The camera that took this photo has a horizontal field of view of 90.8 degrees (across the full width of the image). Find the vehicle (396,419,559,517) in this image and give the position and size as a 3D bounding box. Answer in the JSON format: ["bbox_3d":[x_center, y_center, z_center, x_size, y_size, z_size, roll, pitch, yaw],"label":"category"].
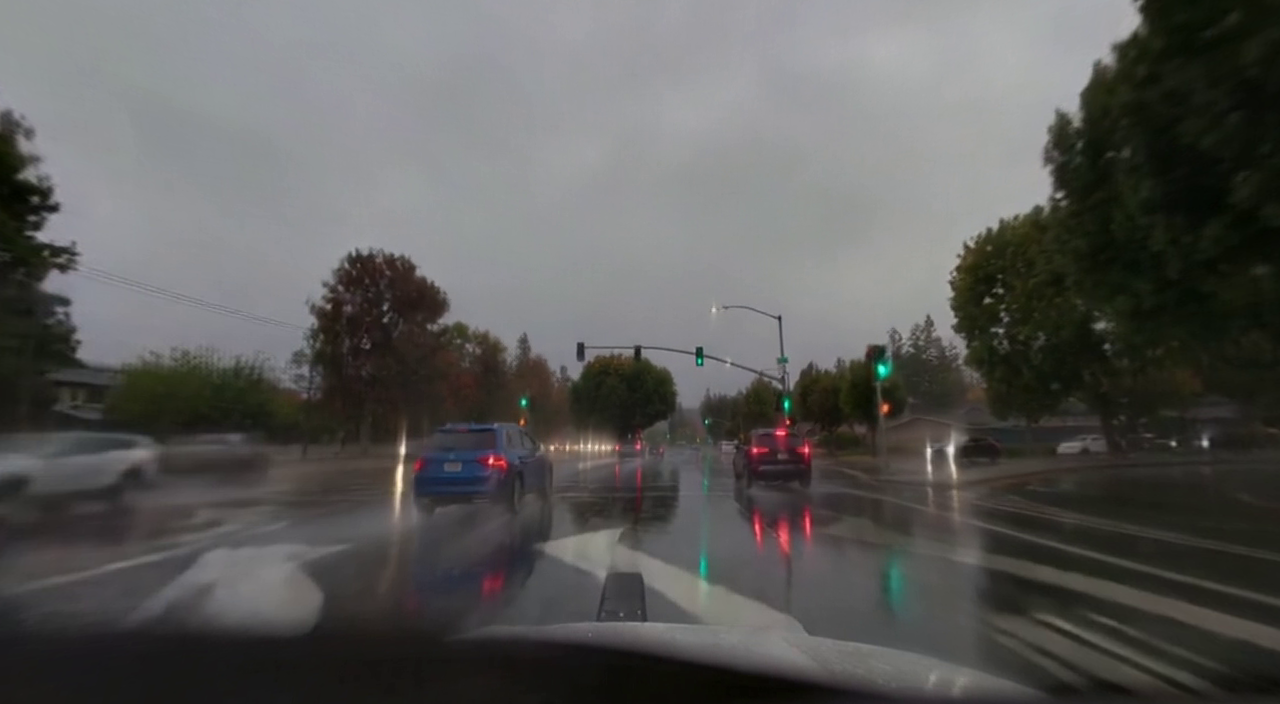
[{"bbox_3d":[-3.124,2.343,13.334,2.045,1.688,4.632,-1,-8,2],"label":"vehicle"}]

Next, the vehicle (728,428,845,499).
[{"bbox_3d":[3.788,2.958,17.230,2.132,1.659,4.387,0,-8,0],"label":"vehicle"}]

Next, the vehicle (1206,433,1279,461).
[{"bbox_3d":[39.576,6.168,40.989,4.662,1.700,1.985,2,-9,-18],"label":"vehicle"}]

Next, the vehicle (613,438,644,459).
[{"bbox_3d":[-0.863,7.576,49.695,1.988,1.569,4.202,-1,-8,4],"label":"vehicle"}]

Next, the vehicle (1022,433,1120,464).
[{"bbox_3d":[24.696,5.515,36.239,4.479,1.652,2.174,2,-8,-17],"label":"vehicle"}]

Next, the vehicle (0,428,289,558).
[{"bbox_3d":[-7.517,1.942,9.567,1.999,1.465,4.640,0,-8,-4],"label":"vehicle"}]

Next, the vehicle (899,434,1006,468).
[{"bbox_3d":[16.854,5.323,34.091,4.922,1.630,2.094,1,-8,-16],"label":"vehicle"}]

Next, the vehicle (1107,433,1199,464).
[{"bbox_3d":[31.208,5.863,38.477,4.524,1.765,2.086,2,-9,-18],"label":"vehicle"}]
